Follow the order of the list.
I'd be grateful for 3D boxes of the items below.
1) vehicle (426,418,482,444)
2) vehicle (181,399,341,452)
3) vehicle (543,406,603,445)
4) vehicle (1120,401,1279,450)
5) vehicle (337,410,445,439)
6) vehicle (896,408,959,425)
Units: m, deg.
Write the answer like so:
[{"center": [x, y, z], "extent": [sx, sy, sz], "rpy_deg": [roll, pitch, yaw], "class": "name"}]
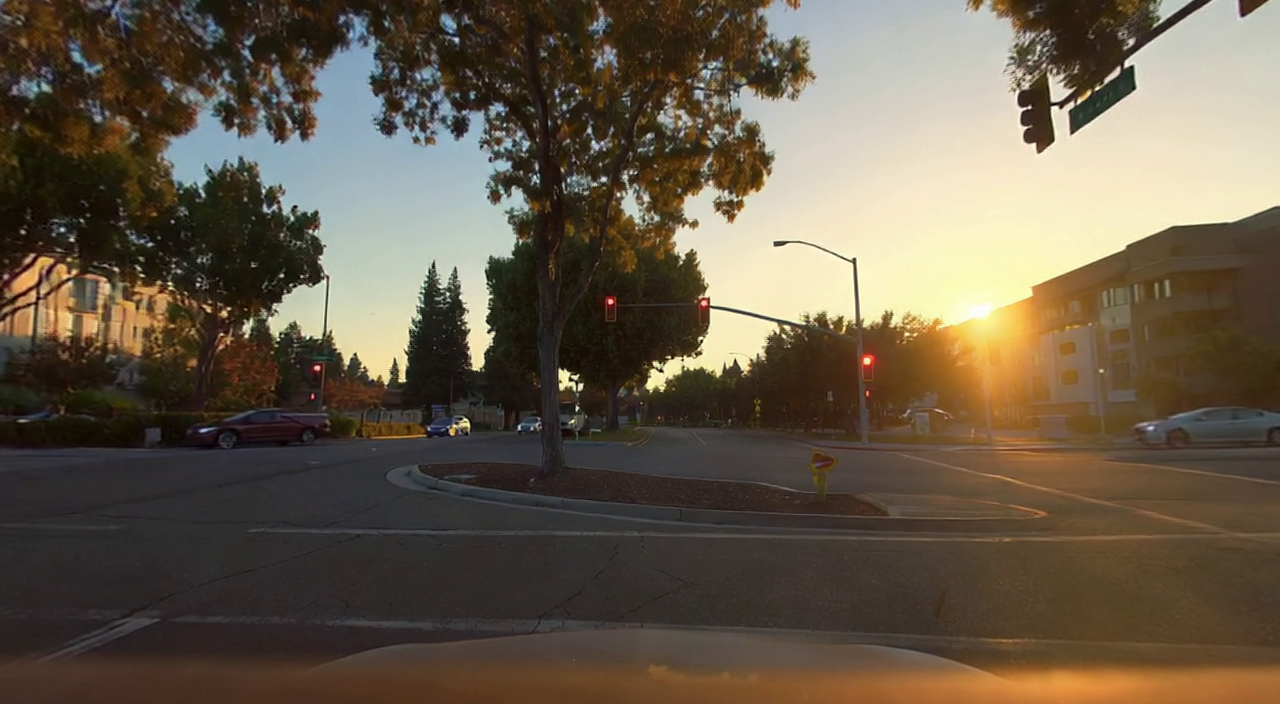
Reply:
[{"center": [-11.414, 4.940, 39.134], "extent": [1.899, 1.510, 4.294], "rpy_deg": [-1, -8, 4], "class": "vehicle"}, {"center": [-15.066, 3.053, 25.478], "extent": [2.340, 1.902, 4.920], "rpy_deg": [-5, -10, 27], "class": "vehicle"}, {"center": [-3.473, 4.012, 33.915], "extent": [2.306, 1.907, 5.382], "rpy_deg": [-1, -9, 4], "class": "vehicle"}, {"center": [20.037, 2.625, 22.287], "extent": [4.454, 1.643, 1.809], "rpy_deg": [-1, -9, 9], "class": "vehicle"}, {"center": [-17.133, 5.100, 43.761], "extent": [6.496, 1.847, 2.164], "rpy_deg": [8, -12, -42], "class": "vehicle"}, {"center": [21.999, 4.940, 48.442], "extent": [3.933, 1.219, 1.700], "rpy_deg": [-1, -9, 3], "class": "vehicle"}]
